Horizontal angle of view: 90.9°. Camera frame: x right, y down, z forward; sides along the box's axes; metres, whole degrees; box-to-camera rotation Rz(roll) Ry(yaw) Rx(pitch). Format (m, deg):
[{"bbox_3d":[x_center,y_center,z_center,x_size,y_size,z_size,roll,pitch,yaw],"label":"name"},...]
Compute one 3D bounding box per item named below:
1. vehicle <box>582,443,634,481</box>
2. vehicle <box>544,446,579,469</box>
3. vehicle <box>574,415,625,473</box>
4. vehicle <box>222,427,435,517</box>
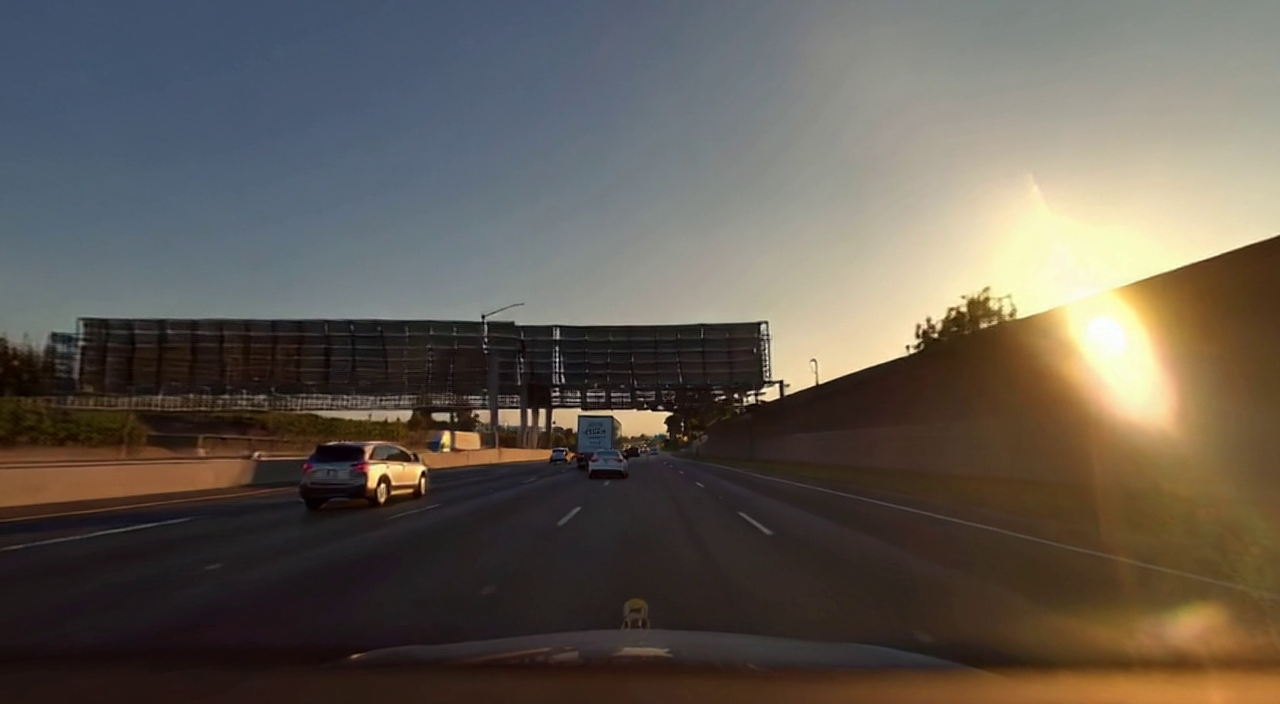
[{"bbox_3d":[-1.389,4.965,28.601,2.168,1.597,3.615,0,-9,-1],"label":"vehicle"},{"bbox_3d":[-6.073,8.255,49.524,2.124,1.674,4.541,0,-9,1],"label":"vehicle"},{"bbox_3d":[-2.544,6.198,42.404,2.794,3.460,8.595,0,-9,1],"label":"vehicle"},{"bbox_3d":[-7.024,2.775,15.094,2.401,1.759,5.126,0,-9,1],"label":"vehicle"}]
